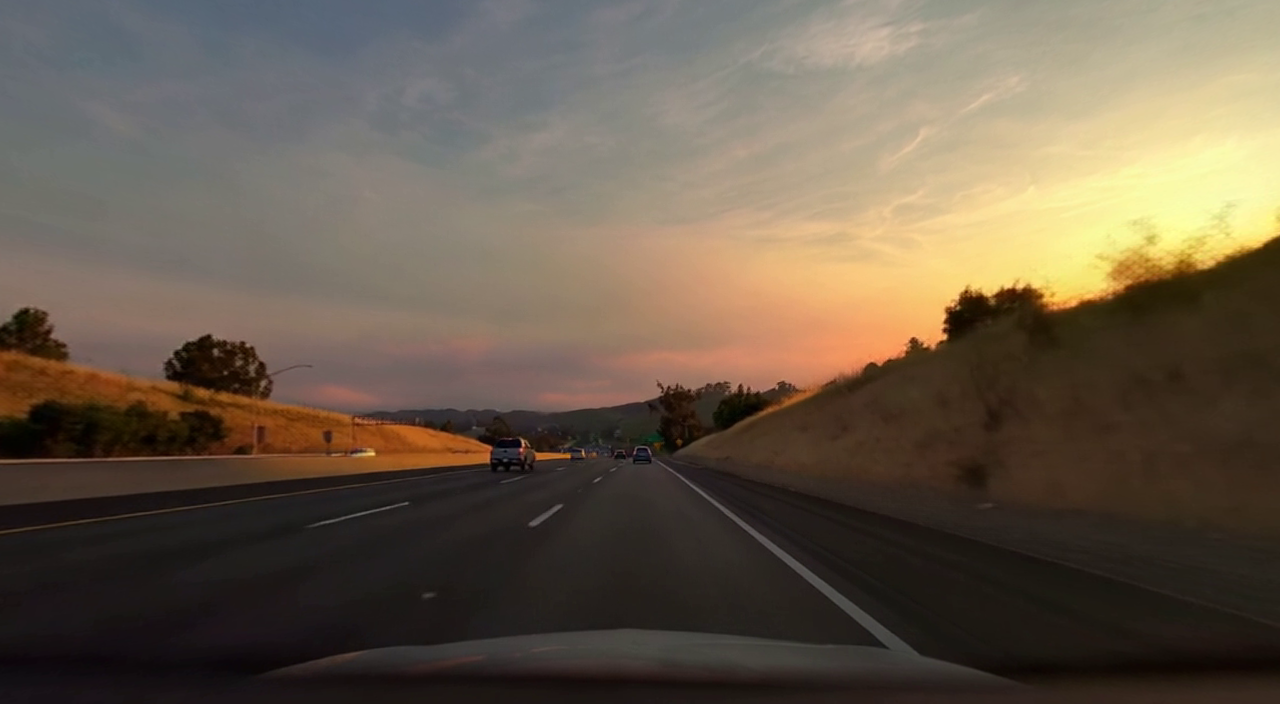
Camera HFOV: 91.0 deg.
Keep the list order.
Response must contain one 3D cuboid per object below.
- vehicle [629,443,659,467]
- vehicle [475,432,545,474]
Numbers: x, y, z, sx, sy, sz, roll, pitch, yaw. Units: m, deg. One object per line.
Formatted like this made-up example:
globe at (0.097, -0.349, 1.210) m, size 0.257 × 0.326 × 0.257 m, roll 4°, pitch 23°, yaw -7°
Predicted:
vehicle at (0.298, 7.743, 47.493) m, size 2.141 × 1.706 × 4.065 m, roll 0°, pitch -9°, yaw 0°
vehicle at (-6.679, 5.270, 33.095) m, size 2.438 × 1.967 × 5.596 m, roll 0°, pitch -9°, yaw 0°
